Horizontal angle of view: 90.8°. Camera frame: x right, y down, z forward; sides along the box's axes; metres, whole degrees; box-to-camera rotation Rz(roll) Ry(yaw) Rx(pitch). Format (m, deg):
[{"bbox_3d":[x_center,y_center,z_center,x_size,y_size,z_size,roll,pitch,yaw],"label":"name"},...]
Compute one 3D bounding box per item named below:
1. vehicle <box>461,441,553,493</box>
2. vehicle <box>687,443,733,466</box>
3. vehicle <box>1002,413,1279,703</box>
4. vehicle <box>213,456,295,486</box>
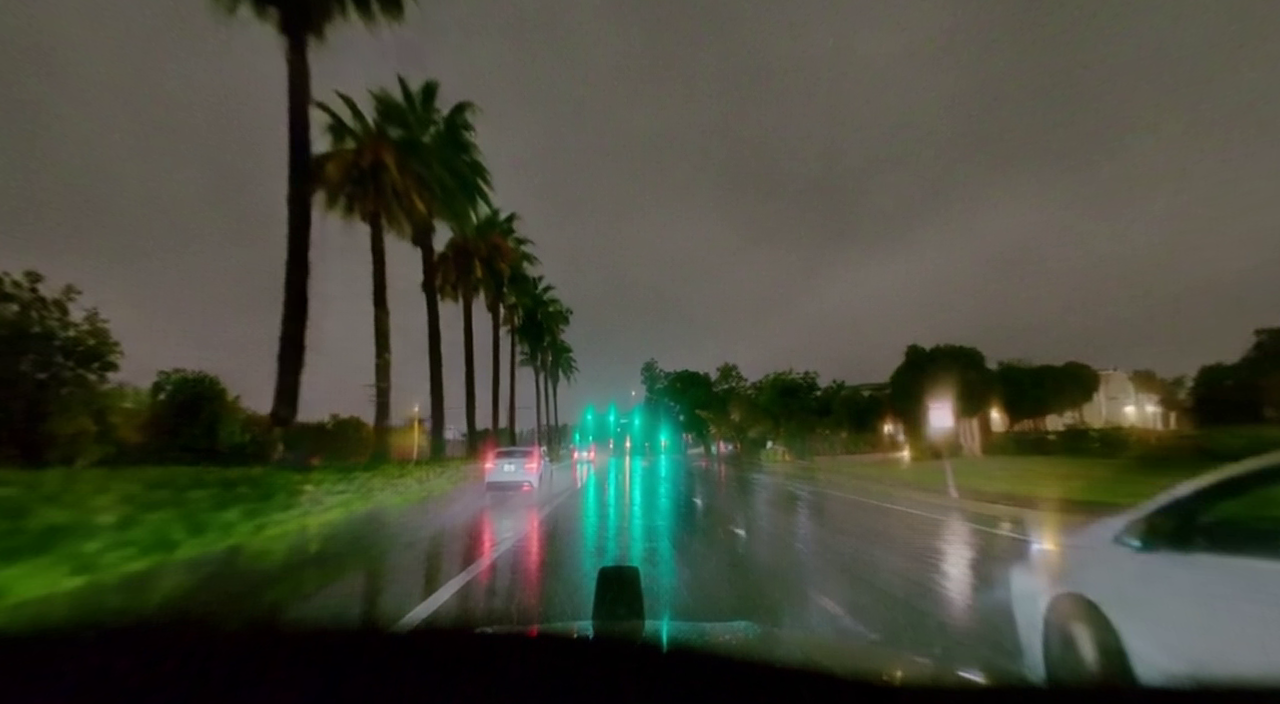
[{"bbox_3d":[-4.153,3.697,20.604,2.108,1.475,4.555,0,-9,-1],"label":"vehicle"},{"bbox_3d":[4.998,7.472,46.151,2.169,1.559,5.849,1,-9,-5],"label":"vehicle"},{"bbox_3d":[3.074,0.771,1.124,1.941,1.424,4.720,0,-9,-2],"label":"vehicle"},{"bbox_3d":[-22.568,6.971,37.227,2.191,1.482,4.661,-2,-9,-4],"label":"vehicle"}]
